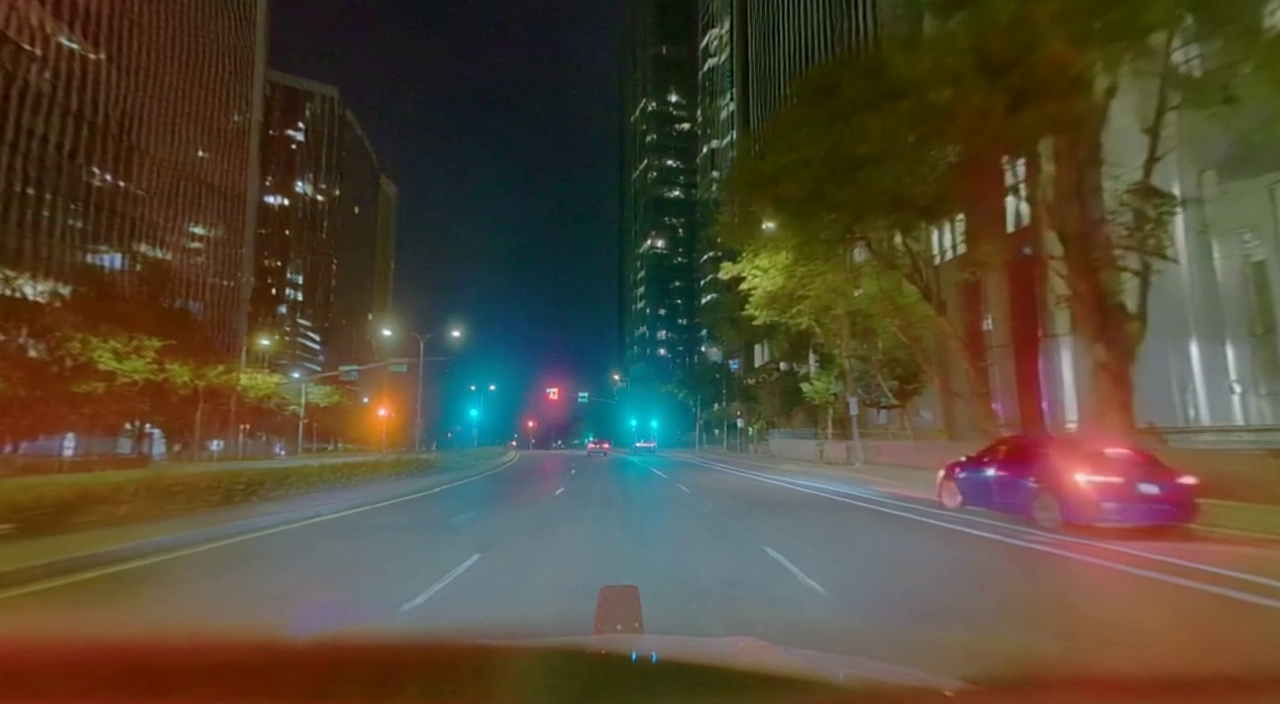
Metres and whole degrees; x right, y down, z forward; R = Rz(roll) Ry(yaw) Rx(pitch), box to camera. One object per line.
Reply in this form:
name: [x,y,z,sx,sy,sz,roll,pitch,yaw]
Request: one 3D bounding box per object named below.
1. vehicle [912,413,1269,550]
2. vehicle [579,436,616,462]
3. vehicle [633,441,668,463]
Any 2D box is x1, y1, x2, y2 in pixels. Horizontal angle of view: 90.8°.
vehicle: [6.504,1.932,10.104,2.042,1.635,4.858,0,-9,-1]
vehicle: [-3.135,6.968,45.392,2.317,1.713,4.231,1,-9,-8]
vehicle: [0.665,6.890,43.628,1.918,1.479,4.468,1,-9,-6]
